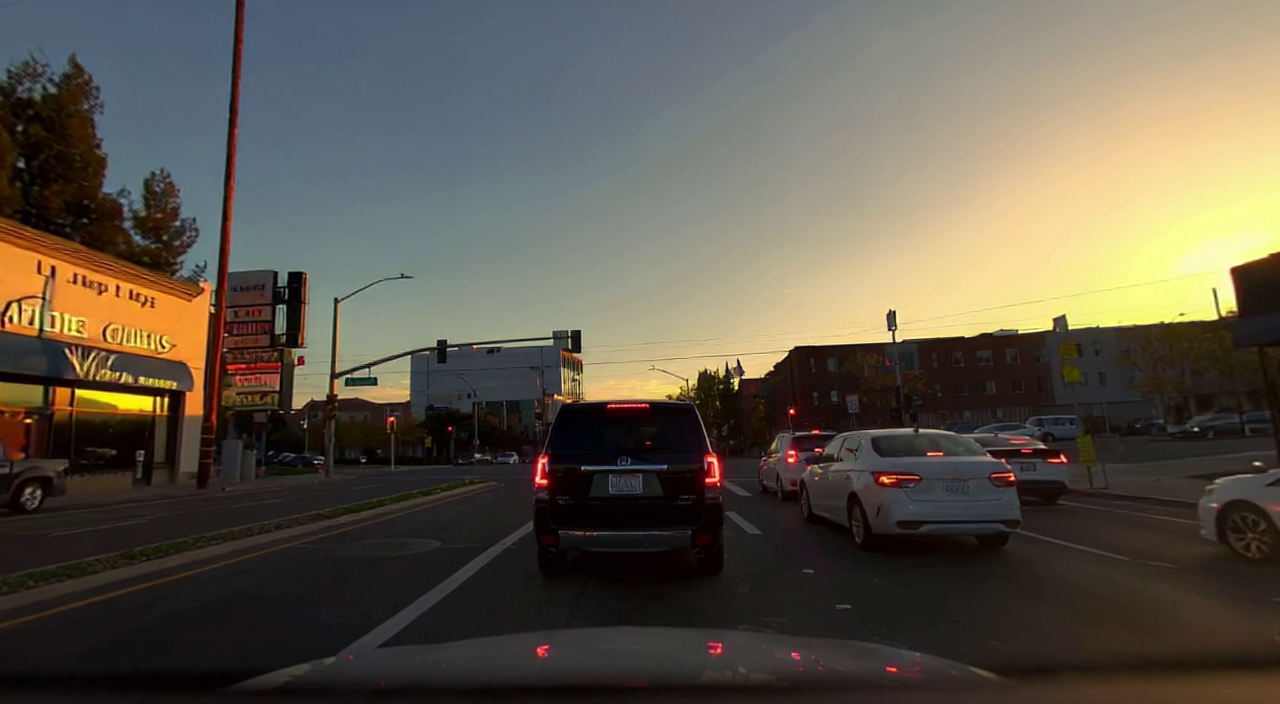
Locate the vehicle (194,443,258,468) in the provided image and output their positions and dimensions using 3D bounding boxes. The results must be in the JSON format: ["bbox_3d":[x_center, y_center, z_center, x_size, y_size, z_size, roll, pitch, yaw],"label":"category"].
[{"bbox_3d":[-27.412,6.871,41.880,1.693,1.563,3.716,0,-8,0],"label":"vehicle"}]

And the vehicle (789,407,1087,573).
[{"bbox_3d":[3.629,1.758,8.801,2.036,1.719,4.318,0,-8,0],"label":"vehicle"}]

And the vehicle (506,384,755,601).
[{"bbox_3d":[0.004,1.530,7.687,2.154,1.861,4.280,0,-8,3],"label":"vehicle"}]

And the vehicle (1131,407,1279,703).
[{"bbox_3d":[3.375,0.723,0.807,1.884,1.484,4.609,0,-8,2],"label":"vehicle"}]
